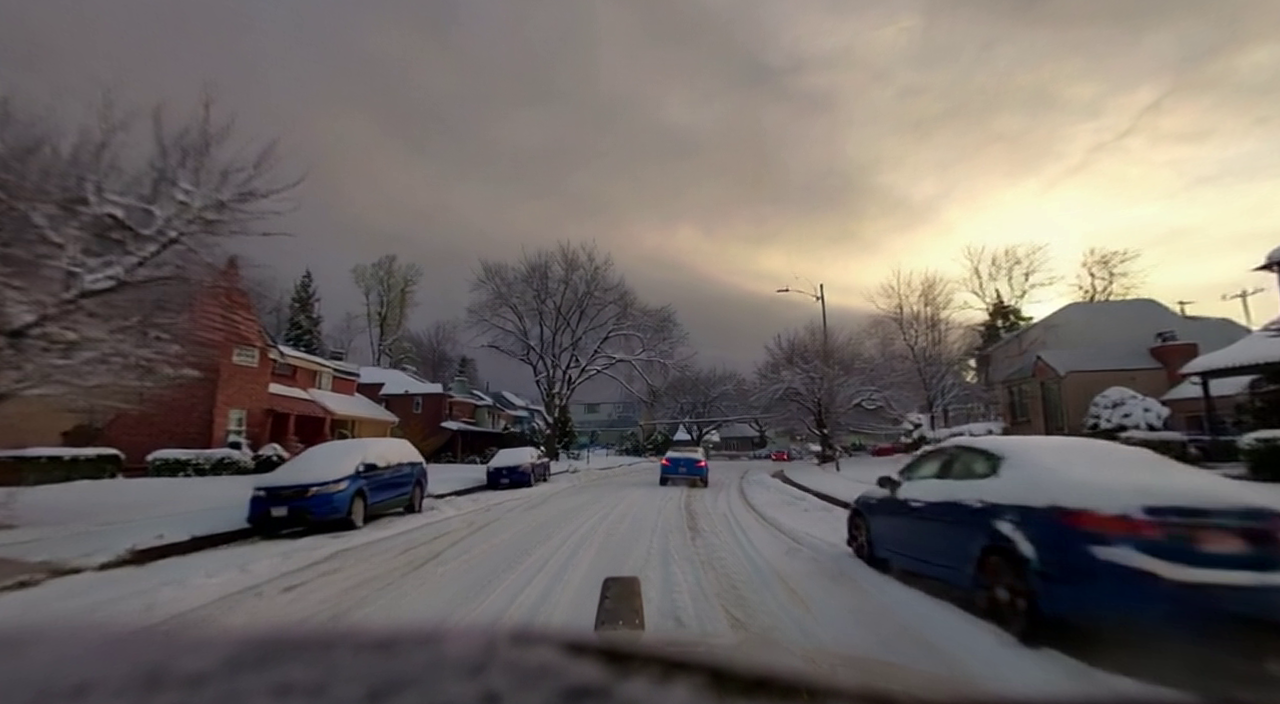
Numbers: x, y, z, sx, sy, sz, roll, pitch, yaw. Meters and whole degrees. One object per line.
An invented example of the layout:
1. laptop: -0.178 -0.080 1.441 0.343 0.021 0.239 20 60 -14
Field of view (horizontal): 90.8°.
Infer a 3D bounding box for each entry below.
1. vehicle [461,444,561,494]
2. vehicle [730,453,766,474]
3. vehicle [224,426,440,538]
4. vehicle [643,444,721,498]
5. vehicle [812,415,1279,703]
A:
1. vehicle: -5.126 4.732 25.998 2.641 1.747 4.738 -3 -9 7
2. vehicle: 8.303 8.589 48.924 2.089 1.462 4.529 0 -9 2
3. vehicle: -6.154 2.640 13.463 2.235 1.851 4.662 -3 -9 1
4. vehicle: 1.385 3.647 19.866 2.192 1.474 4.192 -1 -9 6
5. vehicle: 3.500 1.422 5.530 2.429 1.502 4.474 1 -9 -4
